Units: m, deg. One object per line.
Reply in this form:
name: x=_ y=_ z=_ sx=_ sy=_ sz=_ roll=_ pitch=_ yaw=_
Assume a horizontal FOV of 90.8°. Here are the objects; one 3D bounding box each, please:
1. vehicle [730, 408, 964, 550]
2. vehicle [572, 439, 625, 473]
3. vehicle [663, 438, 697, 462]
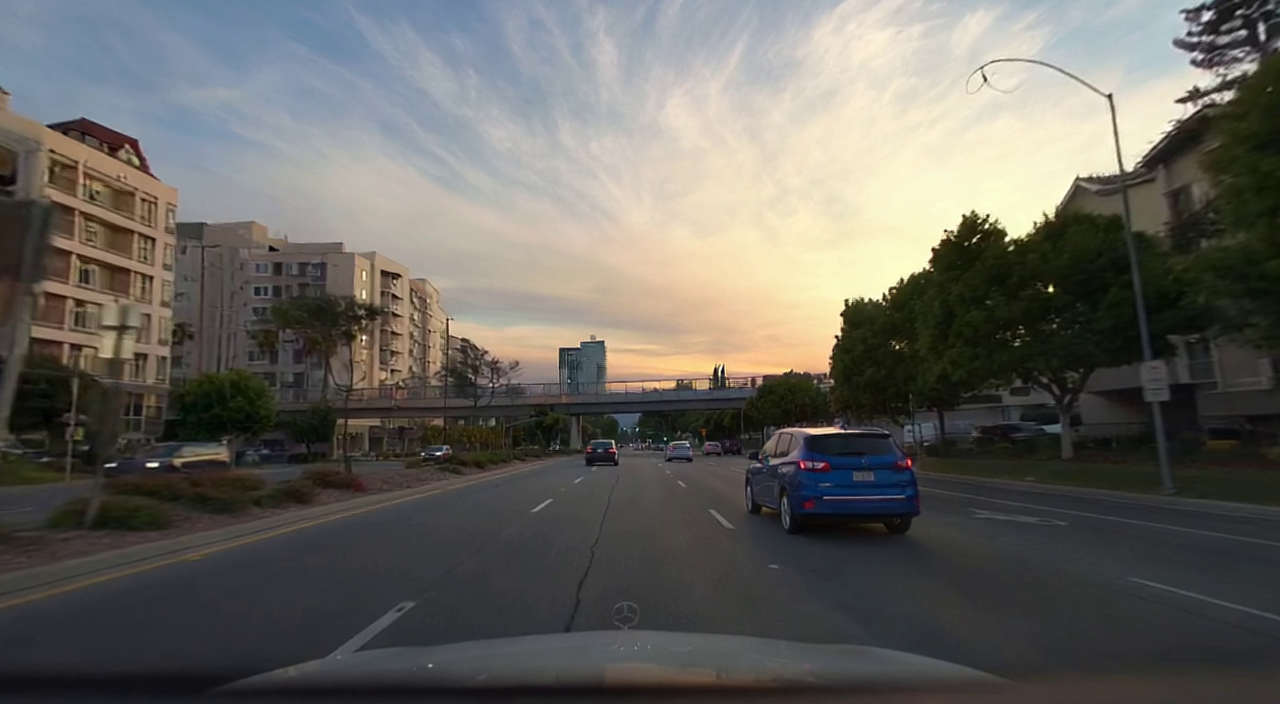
vehicle: x=2.910 y=1.920 z=10.247 sx=2.130 sy=1.741 sz=4.665 roll=0 pitch=-8 yaw=-1
vehicle: x=-1.924 y=5.035 z=30.794 sx=2.173 sy=1.498 sz=4.528 roll=0 pitch=-8 yaw=1
vehicle: x=2.988 y=7.430 z=48.097 sx=2.165 sy=1.708 sz=3.928 roll=0 pitch=-8 yaw=-2
